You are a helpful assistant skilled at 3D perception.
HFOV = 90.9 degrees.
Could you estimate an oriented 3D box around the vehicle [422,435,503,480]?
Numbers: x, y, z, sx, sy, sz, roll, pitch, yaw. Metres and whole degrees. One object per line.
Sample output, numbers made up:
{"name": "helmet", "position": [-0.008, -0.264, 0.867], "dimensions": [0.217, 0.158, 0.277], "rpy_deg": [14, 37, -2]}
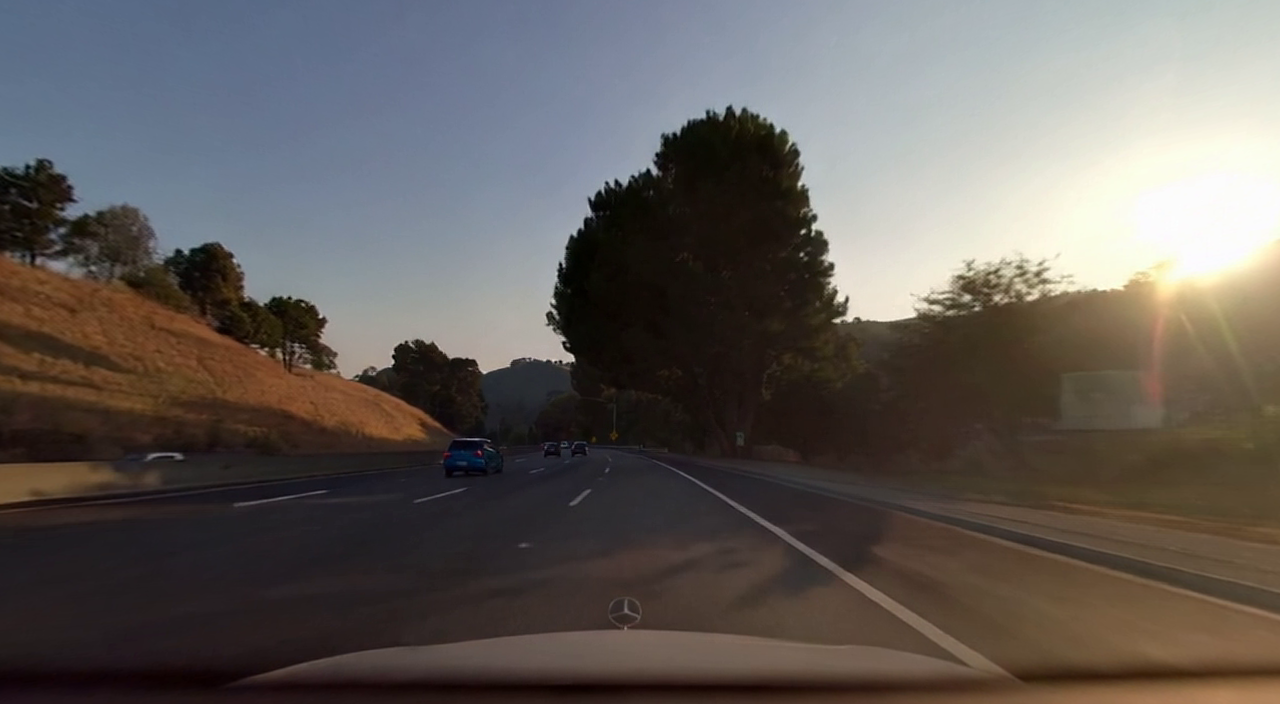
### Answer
{"name": "vehicle", "position": [-7.287, 4.394, 26.475], "dimensions": [2.046, 1.712, 4.533], "rpy_deg": [0, -8, 0]}
